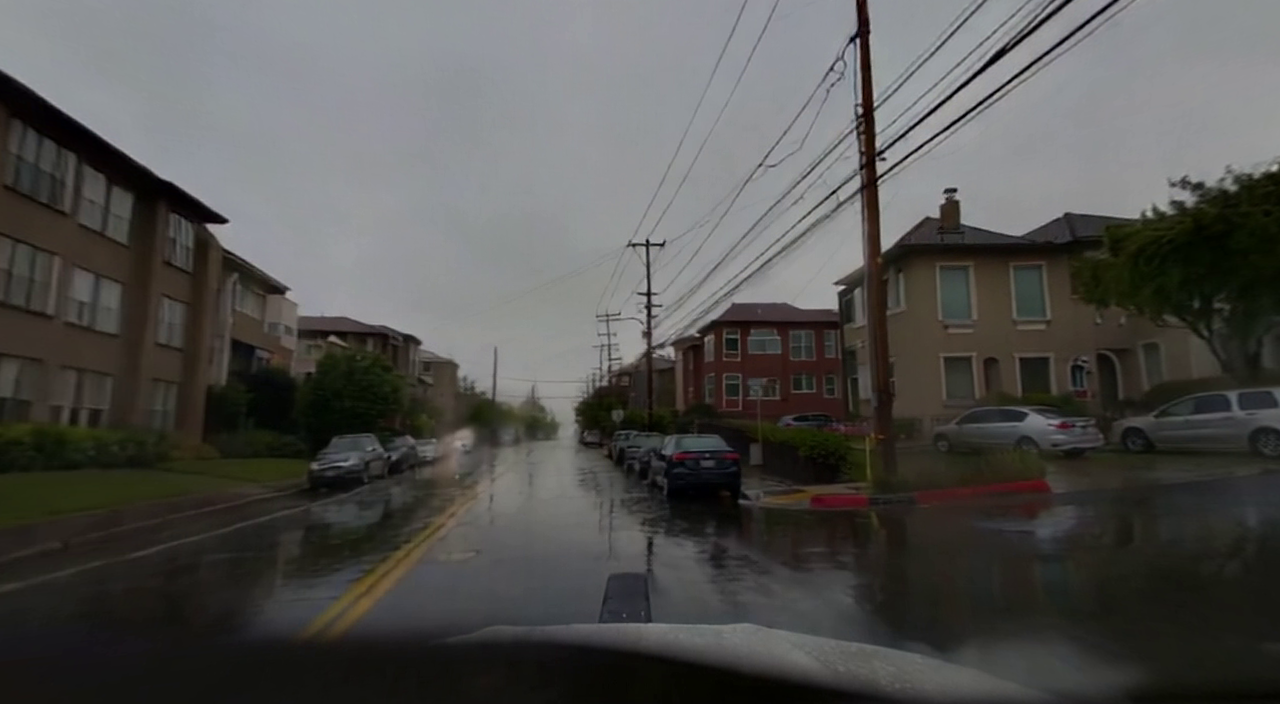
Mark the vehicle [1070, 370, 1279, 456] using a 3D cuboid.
[{"bbox_3d":[14.689,1.633,16.200,2.153,1.976,5.514,6,-10,-40],"label":"vehicle"}]

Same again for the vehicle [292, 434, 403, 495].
[{"bbox_3d":[-8.986,3.435,19.815,1.913,1.672,4.267,1,-8,-7],"label":"vehicle"}]

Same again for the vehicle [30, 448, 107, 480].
[{"bbox_3d":[-35.683,6.974,39.469,1.575,1.402,3.580,-4,-3,-2],"label":"vehicle"}]

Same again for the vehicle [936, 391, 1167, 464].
[{"bbox_3d":[10.665,2.036,16.703,1.897,1.659,4.648,6,-10,-38],"label":"vehicle"}]

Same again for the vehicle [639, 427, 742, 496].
[{"bbox_3d":[1.188,2.832,16.762,1.914,1.591,3.892,1,-8,-8],"label":"vehicle"}]

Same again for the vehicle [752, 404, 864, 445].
[{"bbox_3d":[8.378,3.787,32.203,2.152,1.875,5.778,4,-9,-27],"label":"vehicle"}]
